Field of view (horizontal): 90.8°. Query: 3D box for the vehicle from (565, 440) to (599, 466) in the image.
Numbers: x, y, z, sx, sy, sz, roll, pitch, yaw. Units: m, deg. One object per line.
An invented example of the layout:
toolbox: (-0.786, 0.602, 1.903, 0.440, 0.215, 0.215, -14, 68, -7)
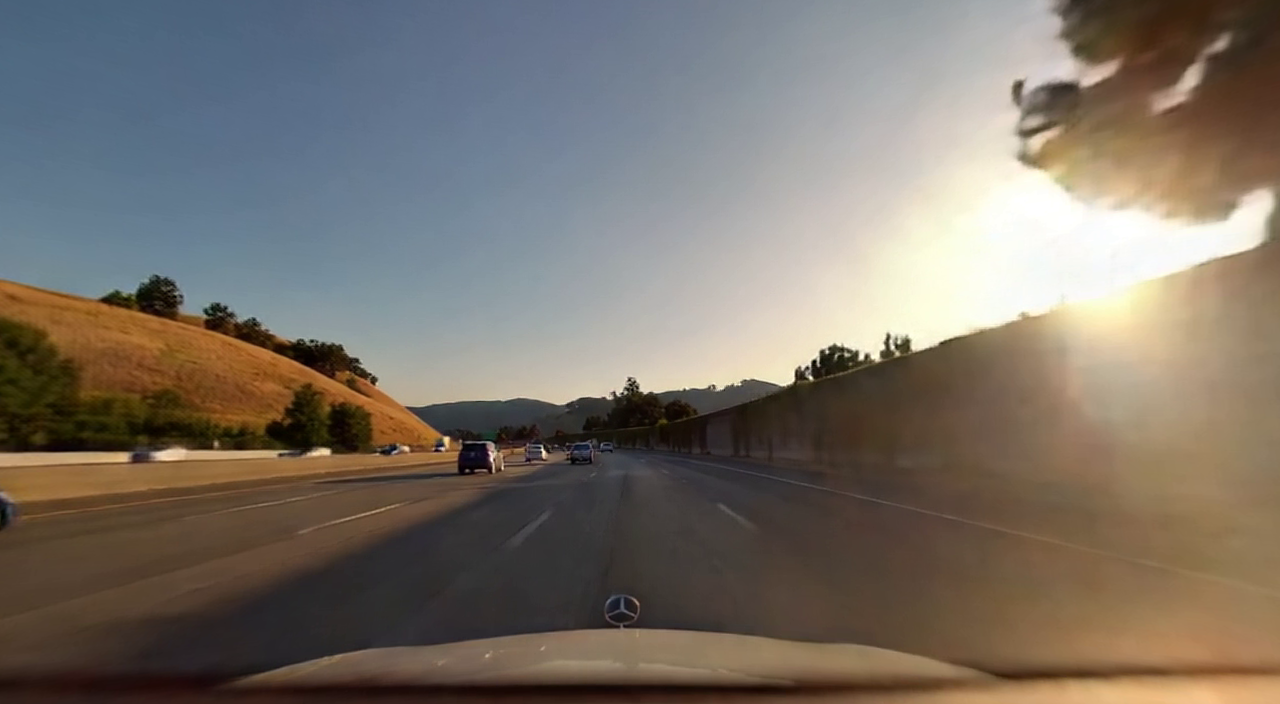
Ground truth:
vehicle: (-4.060, 7.159, 44.776, 2.115, 1.713, 4.263, 0, -9, -2)

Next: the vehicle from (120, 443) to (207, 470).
vehicle: (-31.202, 6.846, 41.551, 1.945, 1.641, 4.947, 0, -9, -1)

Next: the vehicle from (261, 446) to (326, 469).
vehicle: (-23.636, 7.179, 43.321, 1.890, 1.475, 4.592, 0, -9, 0)

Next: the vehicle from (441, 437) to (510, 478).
vehicle: (-7.738, 4.982, 30.181, 2.074, 1.768, 4.805, 0, -9, -1)
